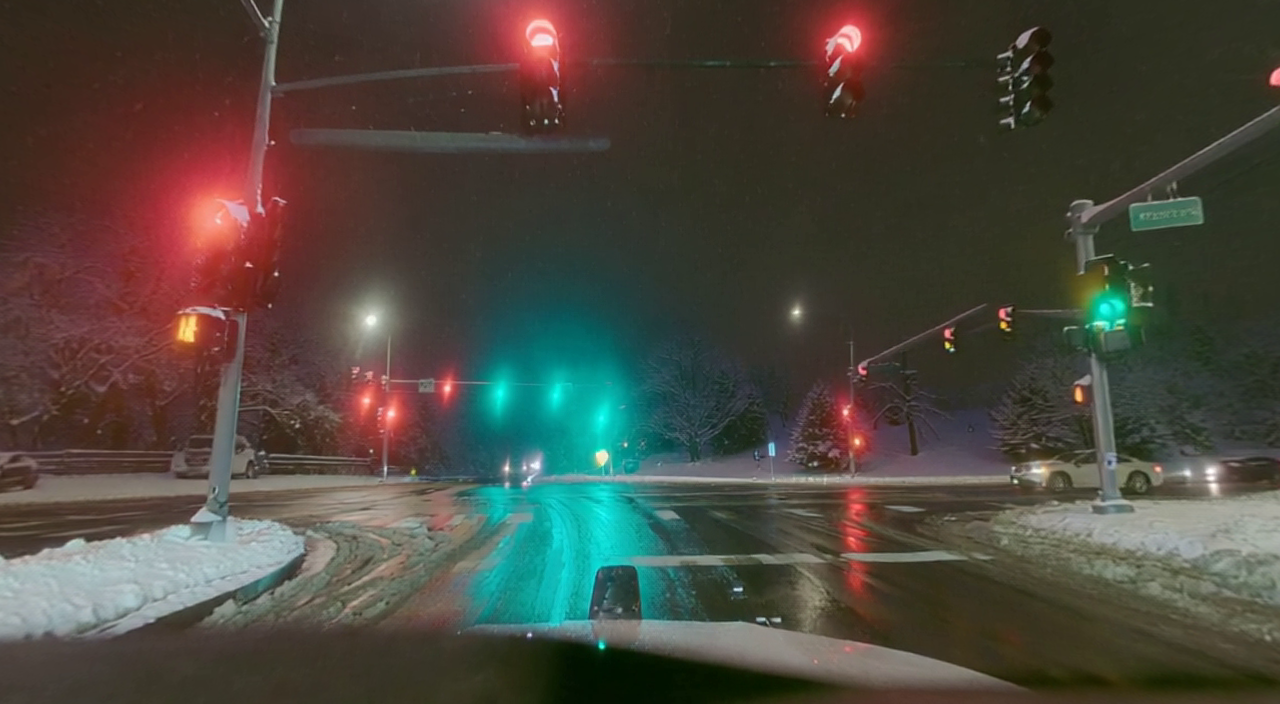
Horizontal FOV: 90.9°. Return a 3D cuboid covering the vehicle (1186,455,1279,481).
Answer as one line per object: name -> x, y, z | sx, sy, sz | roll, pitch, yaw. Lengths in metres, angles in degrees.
vehicle -> 36.195, 6.991, 37.960 | 4.555, 1.474, 1.914 | -1, -9, 5

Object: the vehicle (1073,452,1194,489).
vehicle -> 22.718, 5.453, 29.109 | 3.998, 1.590, 1.936 | 1, -11, -6

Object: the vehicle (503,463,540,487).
vehicle -> -8.951, 9.294, 47.798 | 2.045, 1.608, 3.709 | 0, -8, 1

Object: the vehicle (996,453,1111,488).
vehicle -> 21.221, 6.116, 32.461 | 4.455, 1.647, 2.124 | 1, -12, -6
